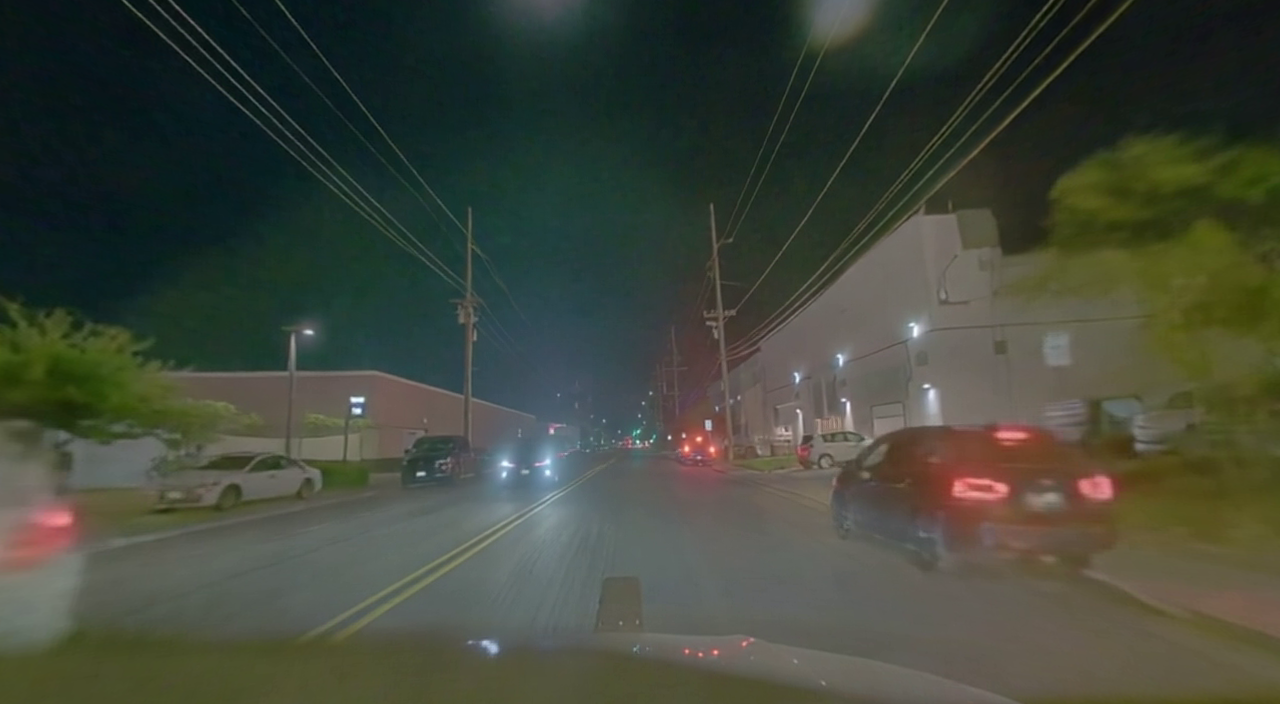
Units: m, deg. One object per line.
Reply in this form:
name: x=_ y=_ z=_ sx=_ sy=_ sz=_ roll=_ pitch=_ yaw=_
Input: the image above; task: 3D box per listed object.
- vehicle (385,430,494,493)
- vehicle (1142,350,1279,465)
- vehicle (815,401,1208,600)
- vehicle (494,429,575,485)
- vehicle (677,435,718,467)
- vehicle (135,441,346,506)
vehicle: x=-8.044 y=4.419 z=26.164 sx=2.530 sy=2.110 sz=6.445 roll=-3 pitch=-8 yaw=-1
vehicle: x=24.953 y=2.001 z=22.713 sx=11.030 sy=3.852 sz=2.886 roll=-1 pitch=-9 yaw=0
vehicle: x=3.913 y=1.643 z=7.911 sx=2.092 sy=1.730 sz=4.595 roll=0 pitch=-8 yaw=0
vehicle: x=-3.839 y=3.937 z=23.912 sx=2.229 sy=1.889 sz=4.816 roll=0 pitch=-8 yaw=0
vehicle: x=3.753 y=6.640 z=42.541 sx=2.333 sy=1.967 sz=6.008 roll=0 pitch=-8 yaw=1
vehicle: x=-11.536 y=3.516 z=18.765 sx=4.936 sy=1.703 sz=1.959 roll=3 pitch=-9 yaw=-23
